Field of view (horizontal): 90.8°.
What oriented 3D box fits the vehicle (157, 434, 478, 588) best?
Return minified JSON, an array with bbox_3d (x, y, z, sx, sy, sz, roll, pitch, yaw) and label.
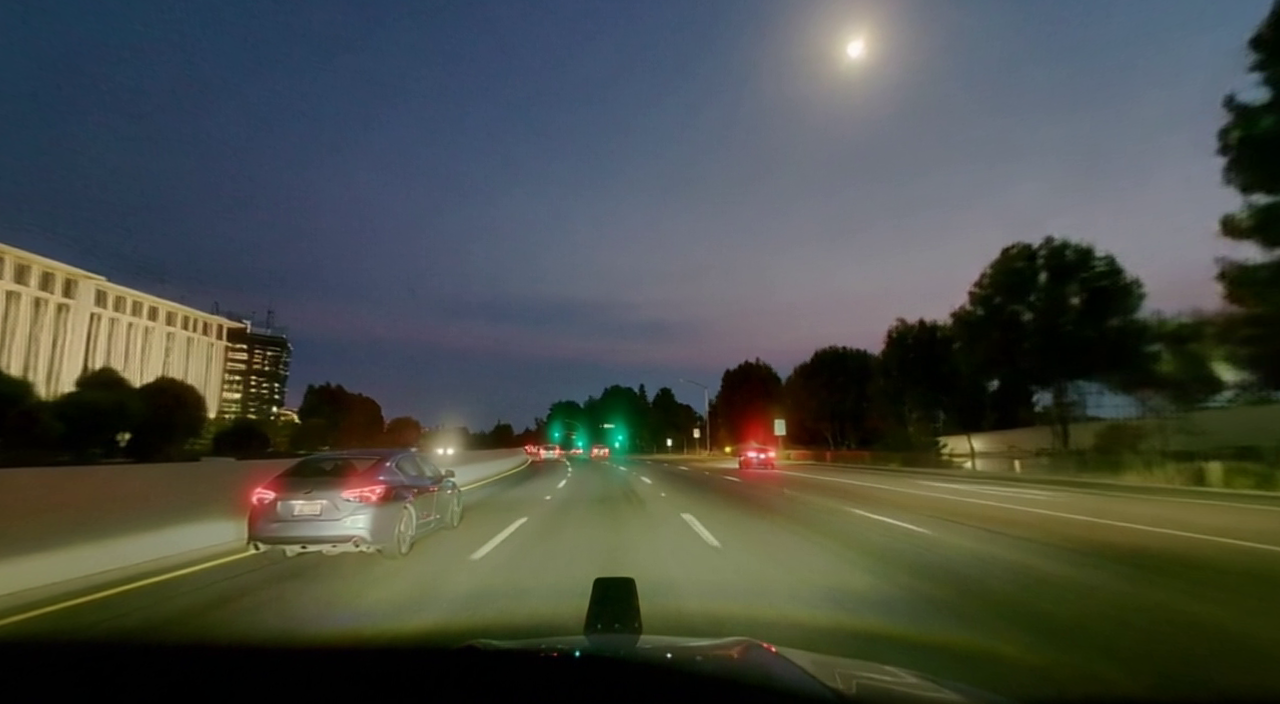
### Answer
[{"bbox_3d":[-3.705,1.870,8.391,2.018,1.476,4.364,0,-8,-1],"label":"vehicle"}]
